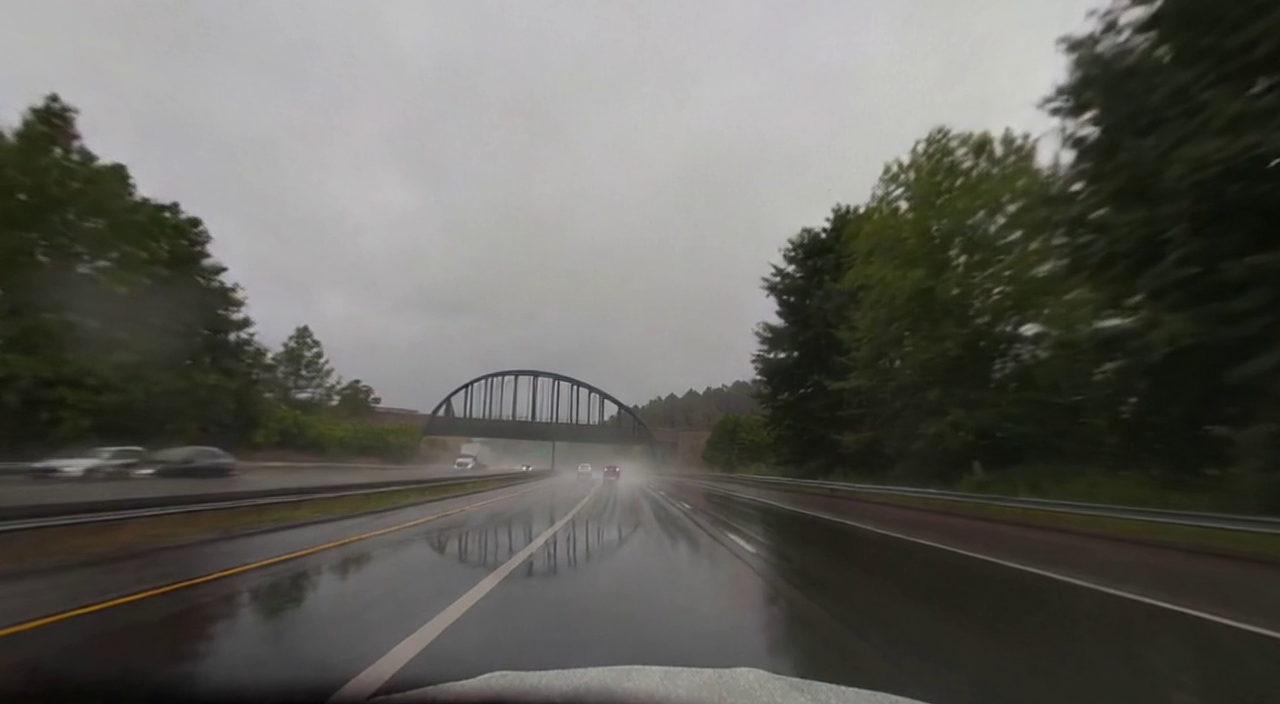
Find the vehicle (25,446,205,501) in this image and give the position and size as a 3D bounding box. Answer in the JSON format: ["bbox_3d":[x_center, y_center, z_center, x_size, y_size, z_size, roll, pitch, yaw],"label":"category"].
[{"bbox_3d":[-15.632,3.684,19.134,1.760,1.441,4.297,1,-11,-1],"label":"vehicle"}]
